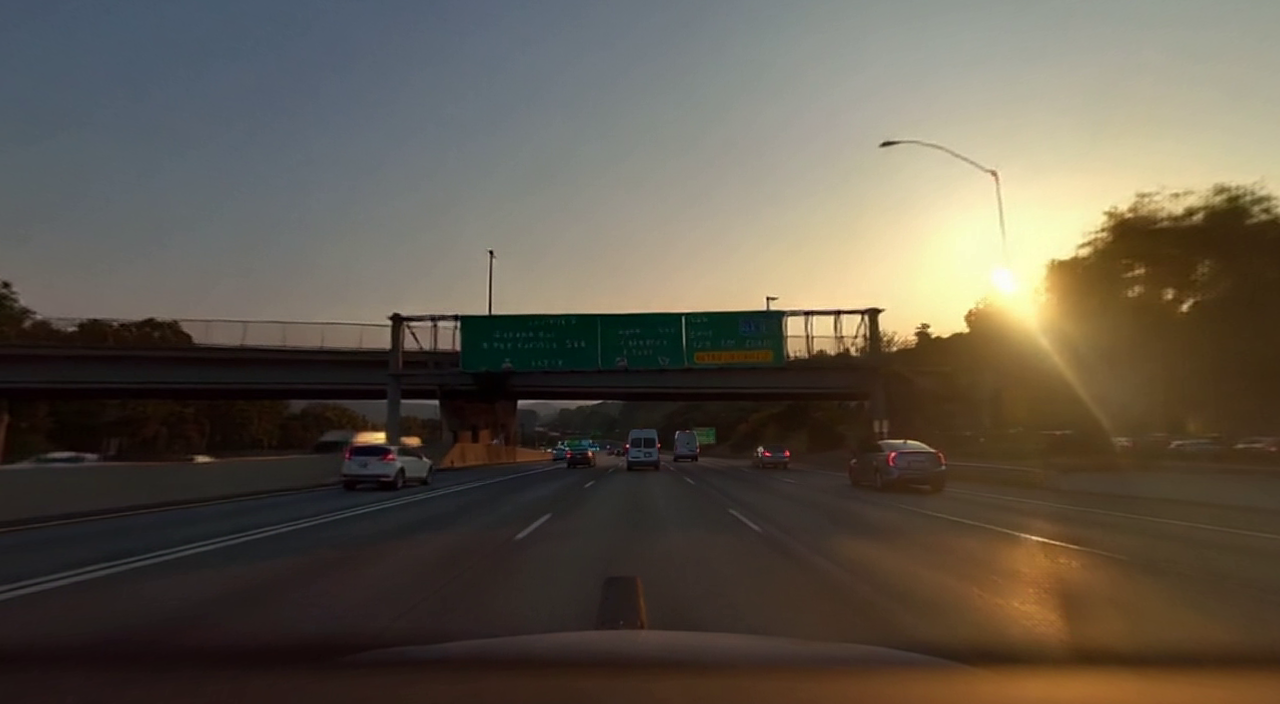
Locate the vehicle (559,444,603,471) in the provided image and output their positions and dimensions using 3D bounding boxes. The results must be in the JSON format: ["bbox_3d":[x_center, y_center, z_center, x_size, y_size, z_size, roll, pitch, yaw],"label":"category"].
[{"bbox_3d":[-3.610,6.533,39.216,2.173,1.542,4.781,0,-9,1],"label":"vehicle"}]

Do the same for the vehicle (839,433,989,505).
[{"bbox_3d":[7.197,3.107,17.186,2.146,1.678,4.489,0,-9,2],"label":"vehicle"}]

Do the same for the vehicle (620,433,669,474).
[{"bbox_3d":[0.257,5.509,34.433,2.509,2.062,4.639,0,-9,0],"label":"vehicle"}]

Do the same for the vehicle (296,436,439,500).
[{"bbox_3d":[-7.710,3.315,18.432,2.108,1.619,4.548,0,-8,1],"label":"vehicle"}]

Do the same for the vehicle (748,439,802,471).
[{"bbox_3d":[7.995,6.165,37.913,2.147,1.808,5.243,0,-9,0],"label":"vehicle"}]
